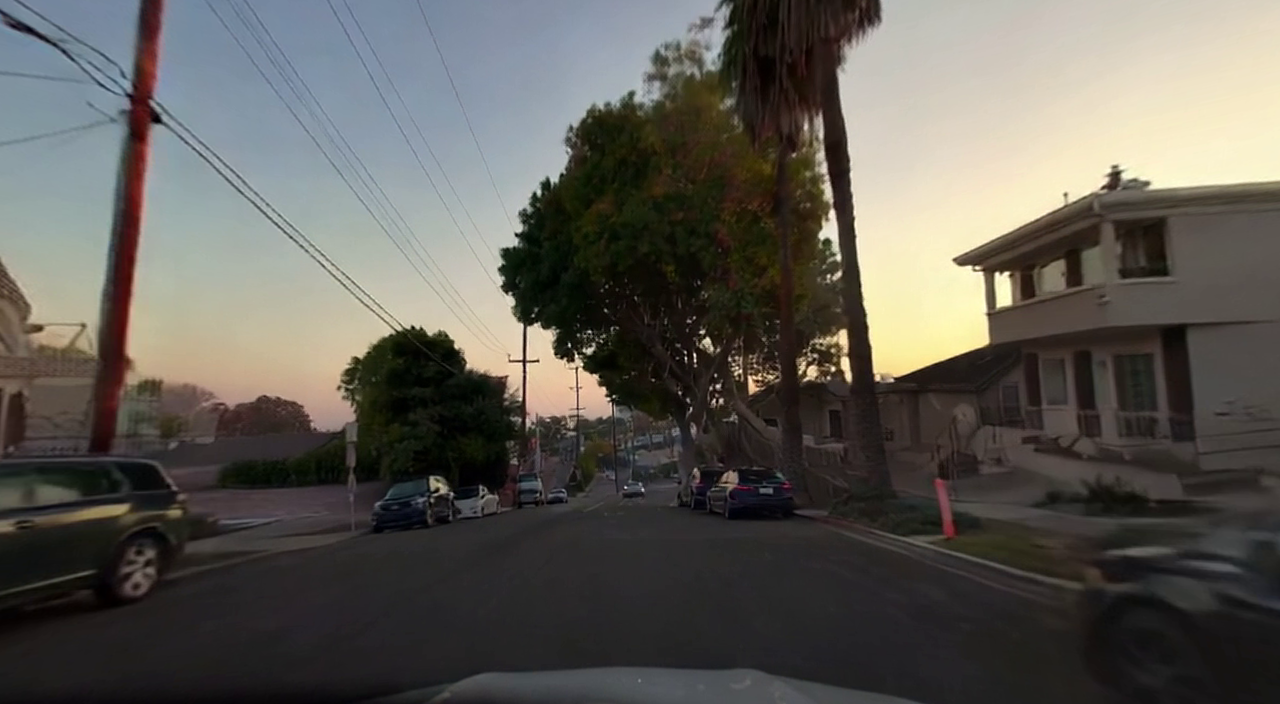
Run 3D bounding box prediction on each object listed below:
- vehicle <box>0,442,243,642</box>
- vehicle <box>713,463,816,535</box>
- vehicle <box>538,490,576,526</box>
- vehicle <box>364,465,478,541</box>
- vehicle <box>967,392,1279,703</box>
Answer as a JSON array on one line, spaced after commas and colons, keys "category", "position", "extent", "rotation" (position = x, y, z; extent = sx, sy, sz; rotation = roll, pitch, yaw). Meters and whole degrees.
[{"category": "vehicle", "position": [-6.454, 1.684, 5.787], "extent": [2.017, 1.683, 5.412], "rotation": [0, -8, 1]}, {"category": "vehicle", "position": [3.014, 3.630, 16.072], "extent": [1.756, 1.455, 3.965], "rotation": [0, -8, -1]}, {"category": "vehicle", "position": [-6.362, 12.106, 49.099], "extent": [2.281, 2.248, 5.873], "rotation": [0, -9, -1]}, {"category": "vehicle", "position": [-6.560, 4.541, 19.553], "extent": [1.933, 1.824, 5.142], "rotation": [0, -8, -3]}, {"category": "vehicle", "position": [2.994, 0.828, 1.428], "extent": [1.927, 1.550, 4.543], "rotation": [0, -8, -2]}]
